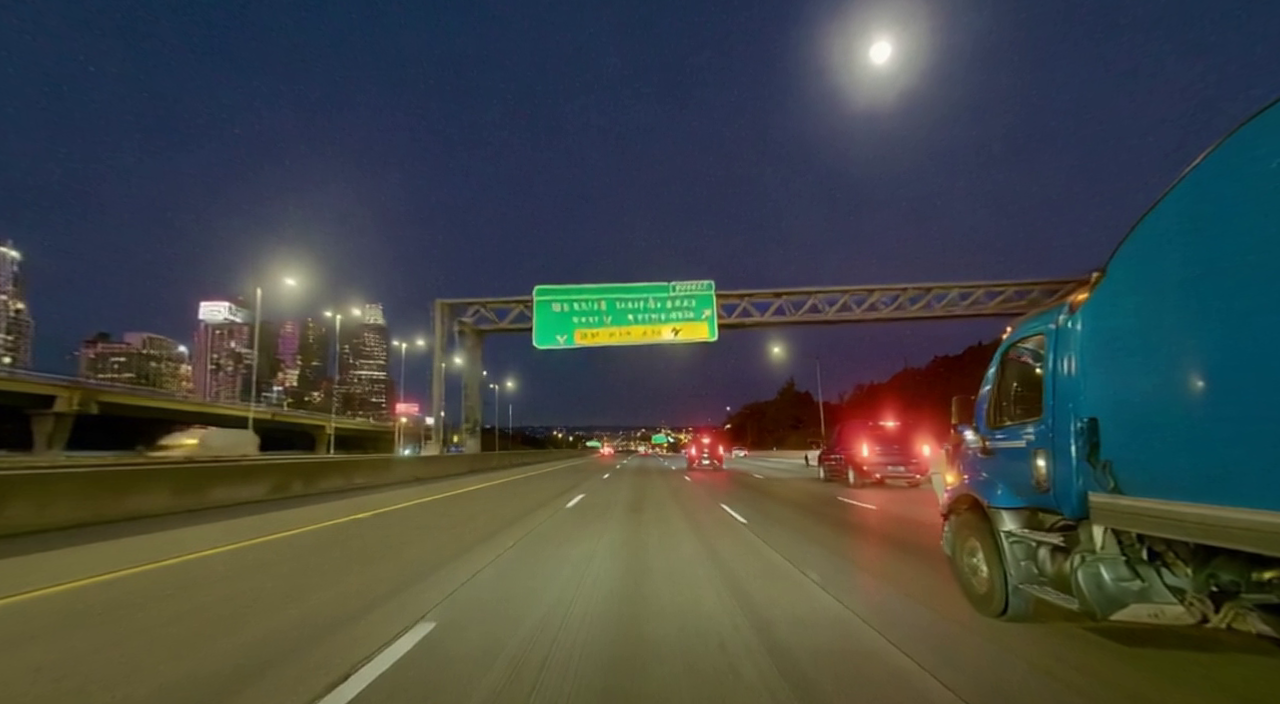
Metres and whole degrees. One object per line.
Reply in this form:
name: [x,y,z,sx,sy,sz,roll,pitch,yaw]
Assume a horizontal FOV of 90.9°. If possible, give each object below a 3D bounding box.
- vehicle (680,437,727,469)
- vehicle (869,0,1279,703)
vehicle: [4.039,6.562,41.252,2.464,1.961,5.520,0,-8,-1]
vehicle: [3.170,0.236,1.764,2.436,2.745,7.034,0,-8,0]
